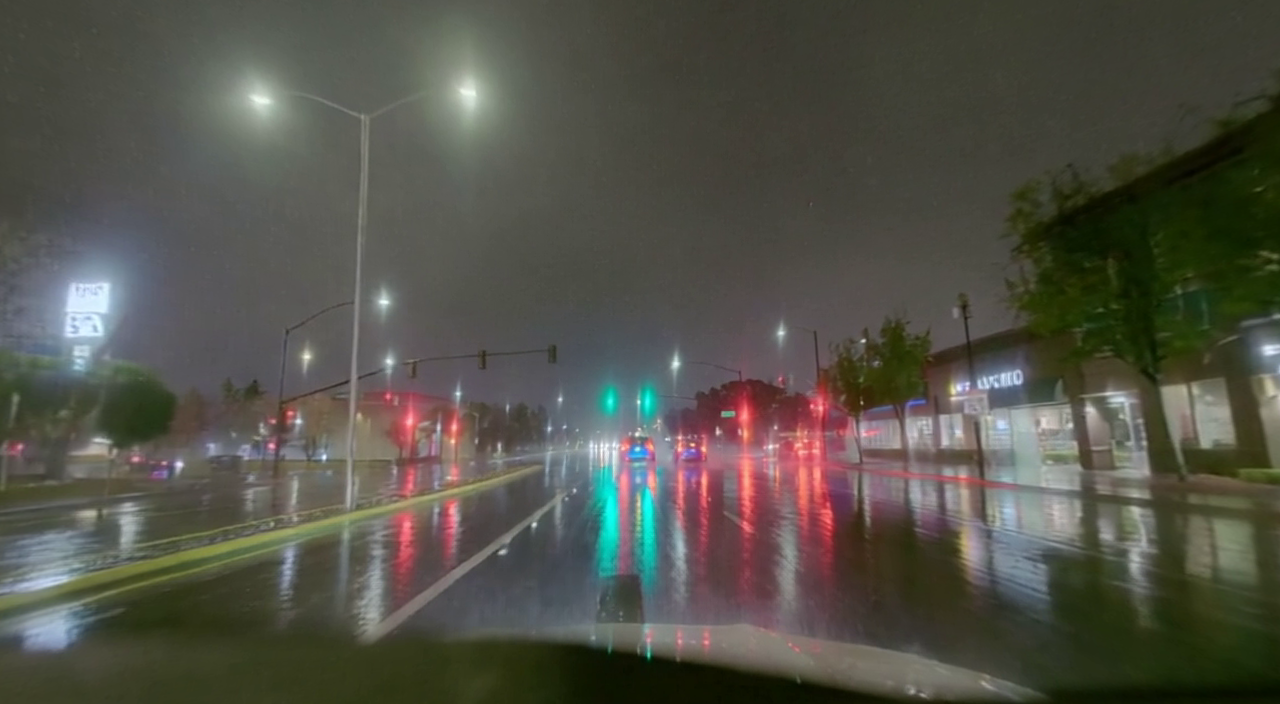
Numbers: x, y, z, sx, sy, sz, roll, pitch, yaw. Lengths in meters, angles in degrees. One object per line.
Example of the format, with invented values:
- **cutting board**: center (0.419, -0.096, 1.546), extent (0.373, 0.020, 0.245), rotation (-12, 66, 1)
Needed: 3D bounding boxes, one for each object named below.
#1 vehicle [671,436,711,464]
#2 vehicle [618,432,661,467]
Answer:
- **vehicle**: center (3.287, 6.390, 41.225), extent (2.107, 1.736, 4.228), rotation (0, -8, -2)
- **vehicle**: center (-0.104, 5.863, 38.011), extent (2.413, 1.939, 4.716), rotation (0, -8, -2)
